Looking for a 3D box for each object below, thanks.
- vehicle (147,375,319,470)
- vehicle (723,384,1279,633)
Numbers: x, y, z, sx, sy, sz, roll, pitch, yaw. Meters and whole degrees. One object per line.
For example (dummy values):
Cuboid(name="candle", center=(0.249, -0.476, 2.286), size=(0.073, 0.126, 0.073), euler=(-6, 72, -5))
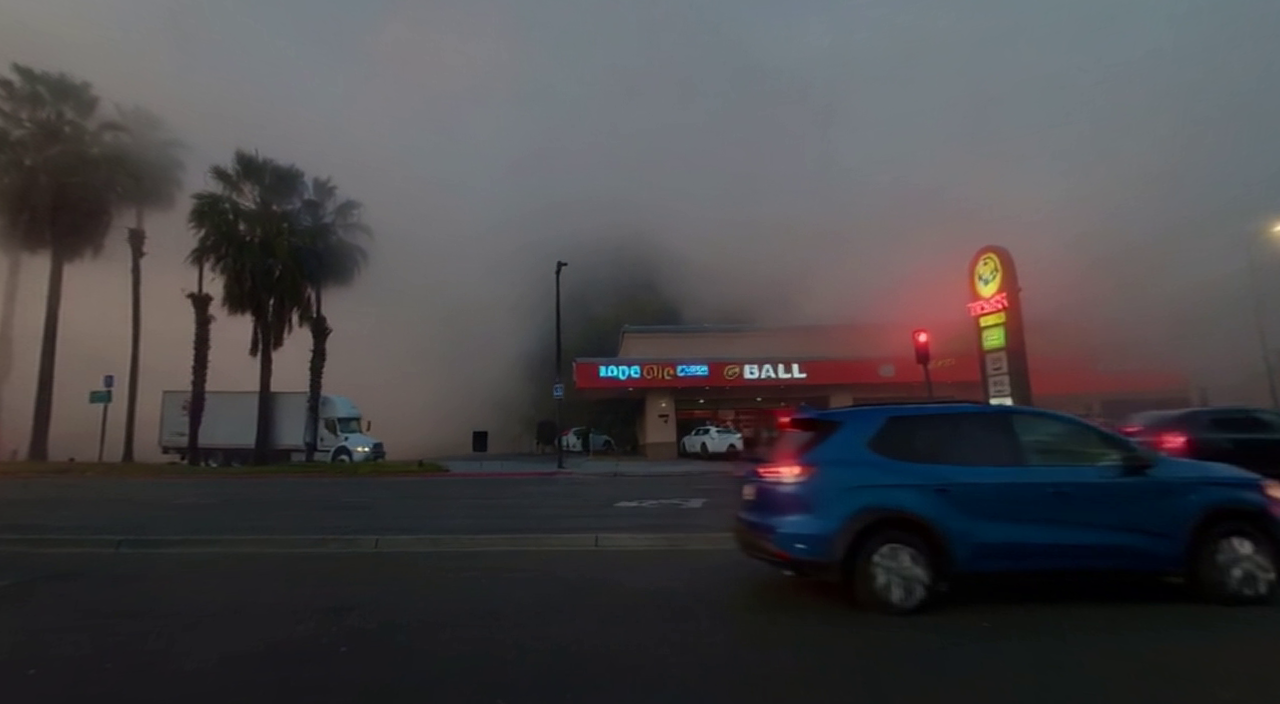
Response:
Cuboid(name="vehicle", center=(-18.767, 3.459, 30.019), size=(3.034, 3.929, 7.699), euler=(0, -8, -1))
Cuboid(name="vehicle", center=(3.194, 1.255, 5.683), size=(4.493, 1.728, 2.137), euler=(0, -8, -3))
